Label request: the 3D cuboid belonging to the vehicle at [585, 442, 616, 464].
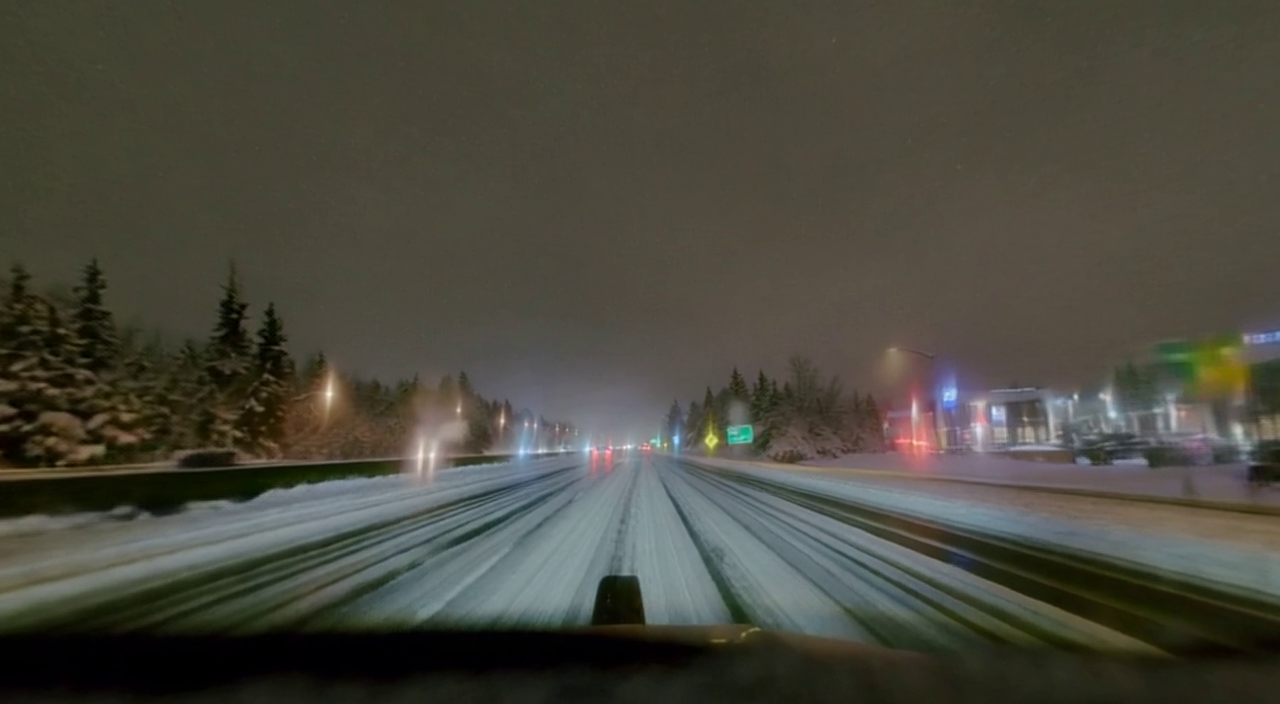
[{"bbox_3d":[-2.917,7.592,47.476,2.015,1.557,4.229,0,-9,1],"label":"vehicle"}]
